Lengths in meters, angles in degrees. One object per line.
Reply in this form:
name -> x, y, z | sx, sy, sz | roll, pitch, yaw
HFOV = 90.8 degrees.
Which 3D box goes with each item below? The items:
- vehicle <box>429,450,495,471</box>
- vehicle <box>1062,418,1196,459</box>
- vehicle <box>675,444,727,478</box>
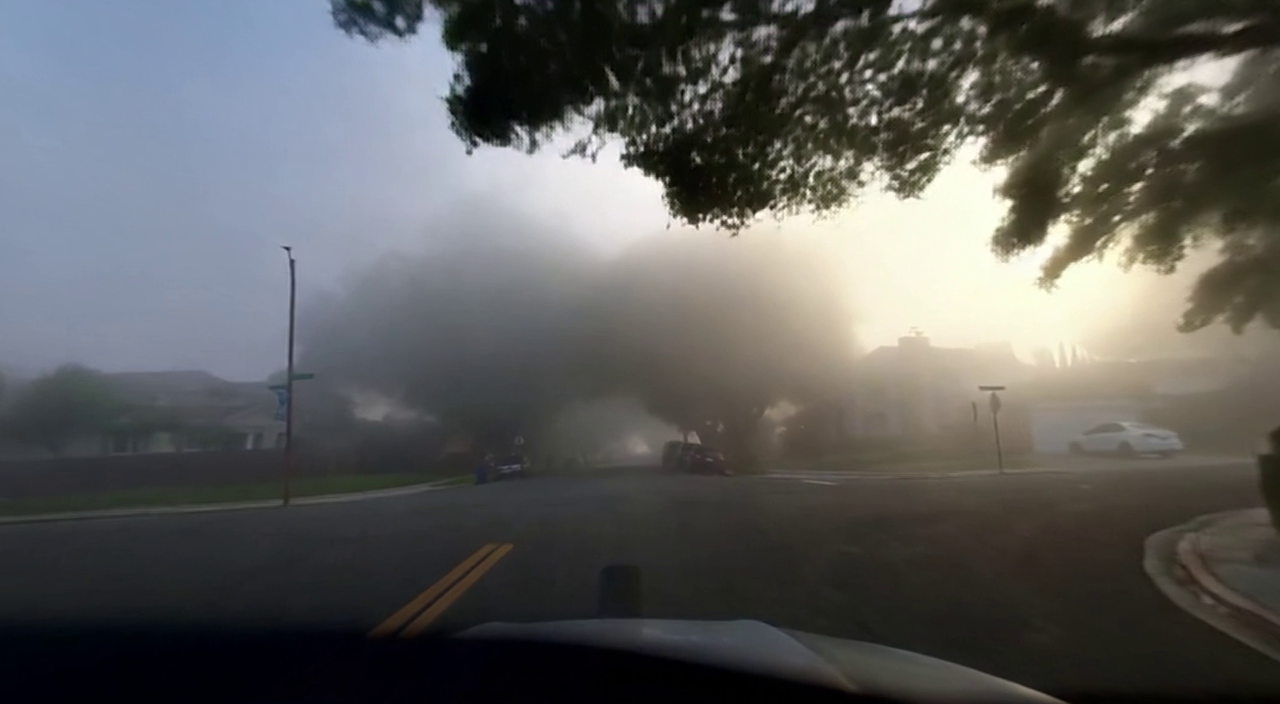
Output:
vehicle -> -13.480, 8.226, 48.109 | 4.423, 1.522, 1.961 | 0, -9, -1
vehicle -> 19.414, 3.499, 25.387 | 1.839, 1.466, 4.486 | 0, -8, 0
vehicle -> 2.862, 5.208, 30.438 | 1.881, 1.487, 4.183 | 0, -9, -3
